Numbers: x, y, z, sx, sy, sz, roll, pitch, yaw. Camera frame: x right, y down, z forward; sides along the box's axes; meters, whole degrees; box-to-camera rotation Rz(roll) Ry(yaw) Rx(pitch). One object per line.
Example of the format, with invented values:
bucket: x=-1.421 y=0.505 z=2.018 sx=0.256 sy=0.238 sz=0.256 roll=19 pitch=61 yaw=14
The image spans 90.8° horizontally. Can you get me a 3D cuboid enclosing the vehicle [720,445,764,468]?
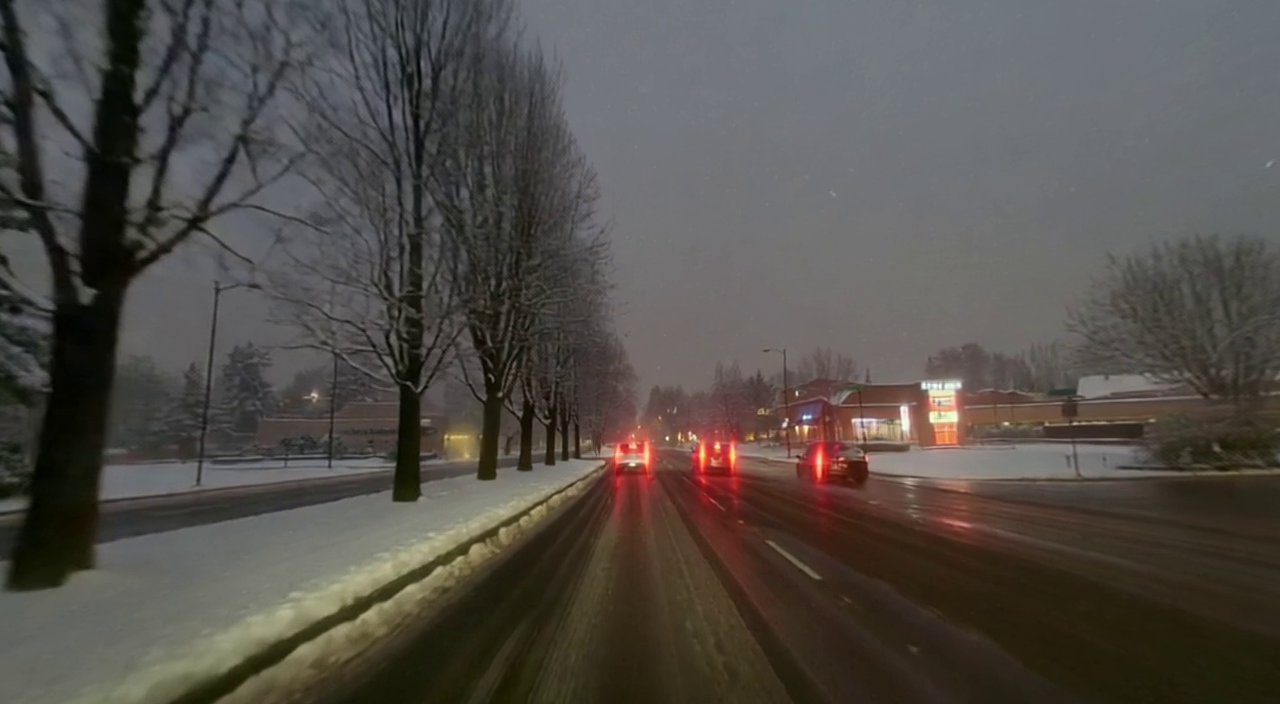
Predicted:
vehicle: x=6.525 y=6.706 z=40.843 sx=2.068 sy=1.393 sz=3.874 roll=0 pitch=-8 yaw=-2

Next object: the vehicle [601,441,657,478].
vehicle: x=-0.501 y=4.670 z=27.770 sx=2.242 sy=1.474 sz=4.127 roll=0 pitch=-8 yaw=-2

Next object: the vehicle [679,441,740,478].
vehicle: x=3.030 y=4.824 z=28.644 sx=2.057 sy=1.491 sz=4.675 roll=0 pitch=-8 yaw=-2
